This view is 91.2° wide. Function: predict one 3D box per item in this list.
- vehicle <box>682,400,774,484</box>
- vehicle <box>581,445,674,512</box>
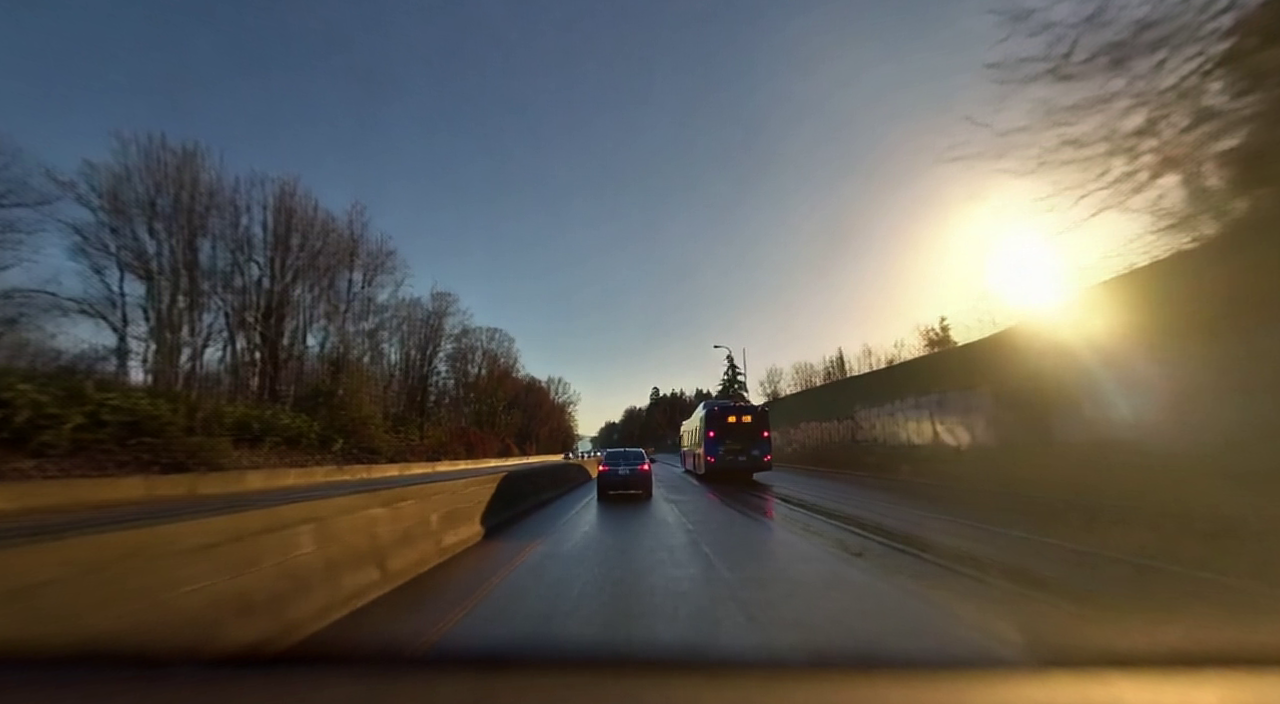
[{"bbox_3d":[4.108,4.761,32.520,3.055,3.479,12.521,-1,-9,1],"label":"vehicle"},{"bbox_3d":[-0.278,3.286,16.700,2.160,1.532,4.073,-1,-9,0],"label":"vehicle"}]
